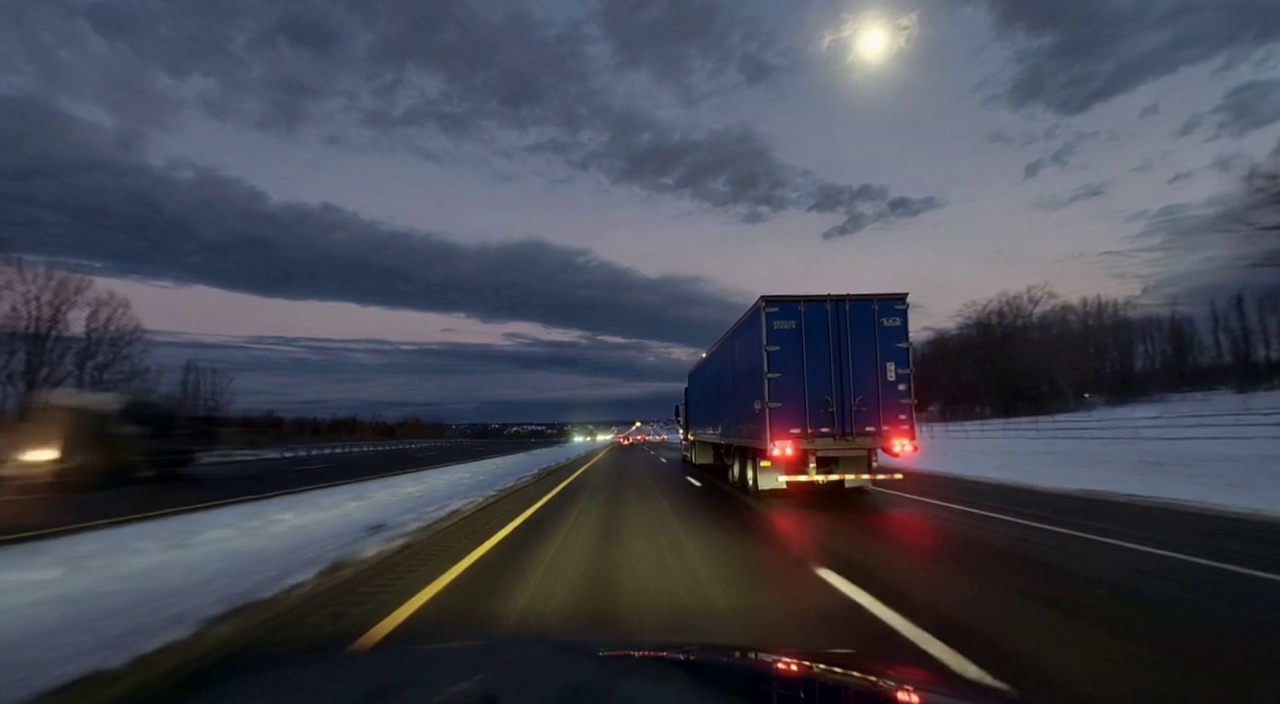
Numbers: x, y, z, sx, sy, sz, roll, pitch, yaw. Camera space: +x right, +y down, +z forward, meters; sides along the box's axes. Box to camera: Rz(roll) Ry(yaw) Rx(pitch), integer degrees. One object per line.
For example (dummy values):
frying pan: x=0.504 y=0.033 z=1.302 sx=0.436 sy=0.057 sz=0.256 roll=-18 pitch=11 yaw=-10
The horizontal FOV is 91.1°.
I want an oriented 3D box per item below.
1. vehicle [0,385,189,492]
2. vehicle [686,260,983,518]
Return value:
vehicle: x=-12.619 y=1.870 z=13.647 sx=2.101 sy=1.924 sz=4.804 roll=0 pitch=-8 yaw=-1
vehicle: x=3.782 y=1.695 z=18.884 sx=3.203 sy=4.273 sz=17.131 roll=0 pitch=-8 yaw=-1
